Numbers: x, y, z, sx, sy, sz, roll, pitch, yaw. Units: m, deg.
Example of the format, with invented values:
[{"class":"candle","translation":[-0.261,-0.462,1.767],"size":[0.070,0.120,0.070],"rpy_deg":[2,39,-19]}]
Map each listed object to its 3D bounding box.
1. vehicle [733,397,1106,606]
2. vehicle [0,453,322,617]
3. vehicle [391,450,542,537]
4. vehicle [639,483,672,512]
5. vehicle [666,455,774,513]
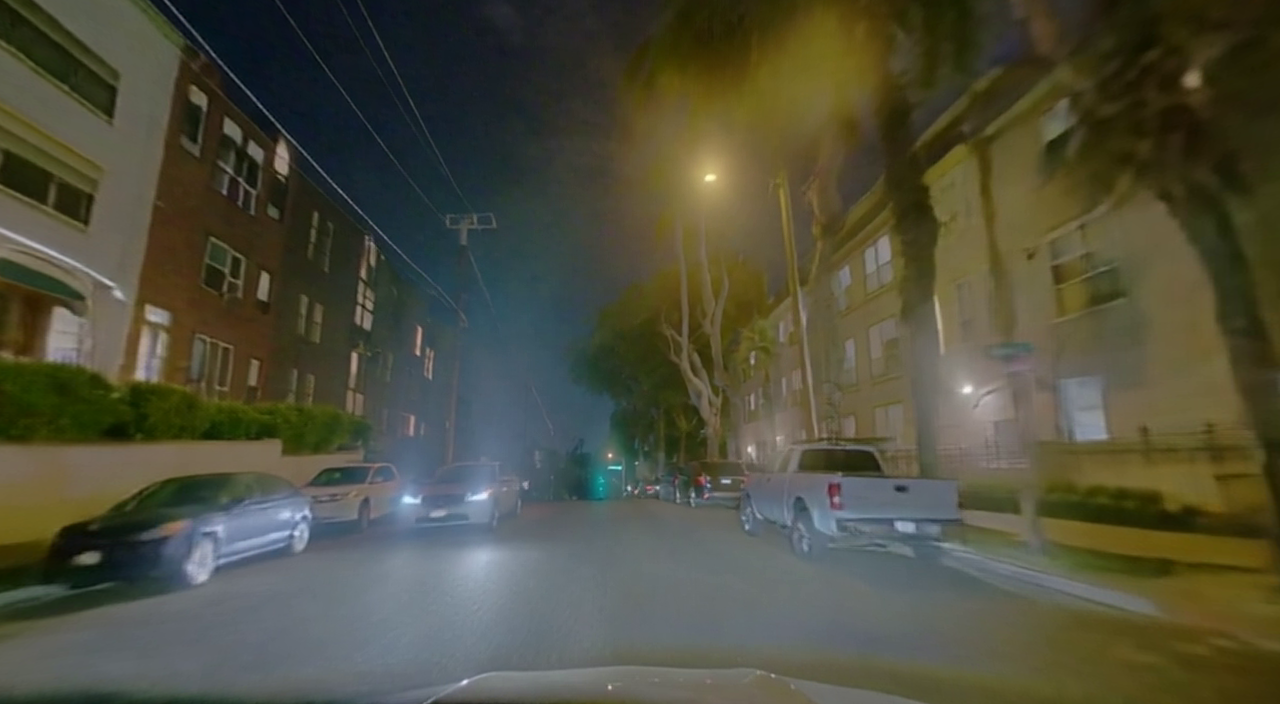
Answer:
[{"class":"vehicle","translation":[3.211,1.886,9.219],"size":[2.358,2.008,5.957],"rpy_deg":[0,-8,-4]},{"class":"vehicle","translation":[-6.184,2.160,8.461],"size":[1.889,1.499,4.468],"rpy_deg":[1,-8,-6]},{"class":"vehicle","translation":[-3.482,2.911,13.646],"size":[2.060,1.483,4.574],"rpy_deg":[0,-8,-1]},{"class":"vehicle","translation":[0.895,8.952,38.961],"size":[1.756,1.455,3.965],"rpy_deg":[0,-8,-3]},{"class":"vehicle","translation":[2.308,4.001,19.597],"size":[2.212,1.476,4.678],"rpy_deg":[1,-8,-7]}]
